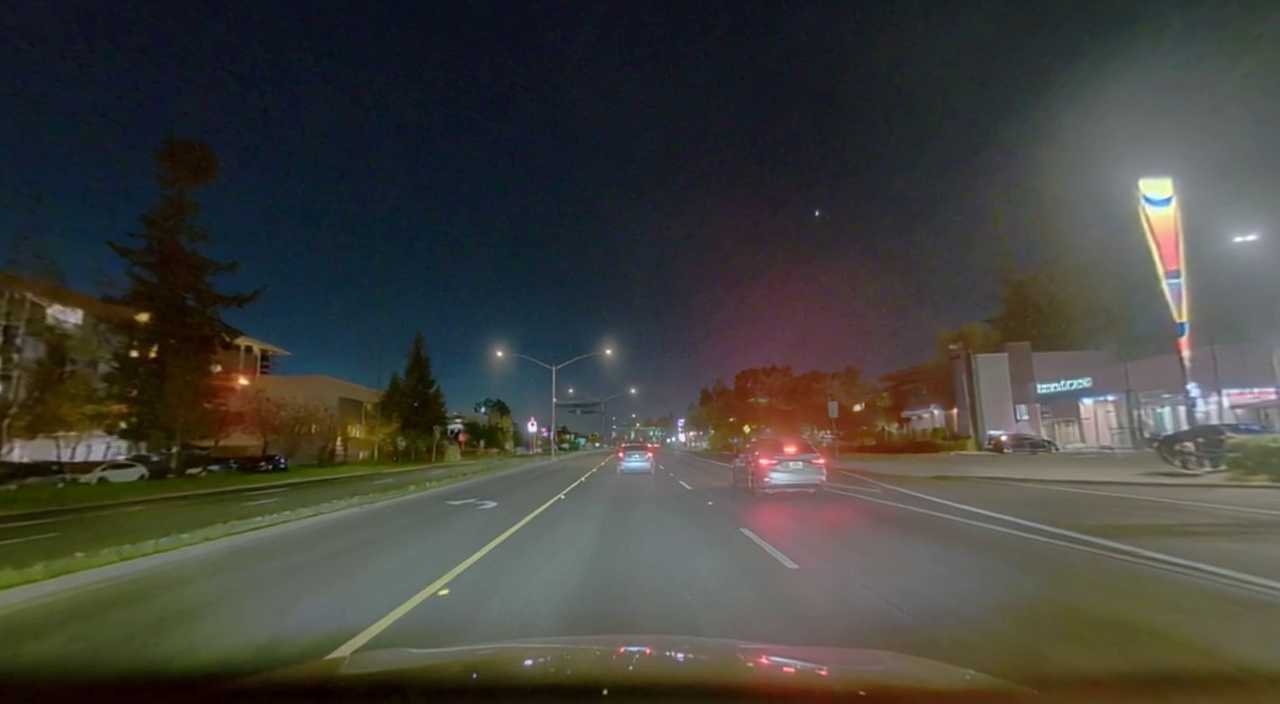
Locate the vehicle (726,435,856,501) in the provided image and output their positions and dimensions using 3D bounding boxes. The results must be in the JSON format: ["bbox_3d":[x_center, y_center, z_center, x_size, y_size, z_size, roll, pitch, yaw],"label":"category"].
[{"bbox_3d":[3.758,2.990,16.677,2.153,1.456,4.705,0,-9,-2],"label":"vehicle"}]

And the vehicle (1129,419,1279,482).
[{"bbox_3d":[20.465,3.416,22.096,4.697,1.832,2.092,-4,-9,-1],"label":"vehicle"}]

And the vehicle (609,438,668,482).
[{"bbox_3d":[-0.087,3.947,23.270,1.998,1.452,3.773,0,-9,-1],"label":"vehicle"}]

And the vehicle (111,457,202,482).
[{"bbox_3d":[-29.870,7.249,38.960,4.155,1.486,1.706,0,-8,-2],"label":"vehicle"}]

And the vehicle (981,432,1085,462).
[{"bbox_3d":[20.505,4.954,32.957,4.296,1.496,1.891,1,-9,-8],"label":"vehicle"}]
